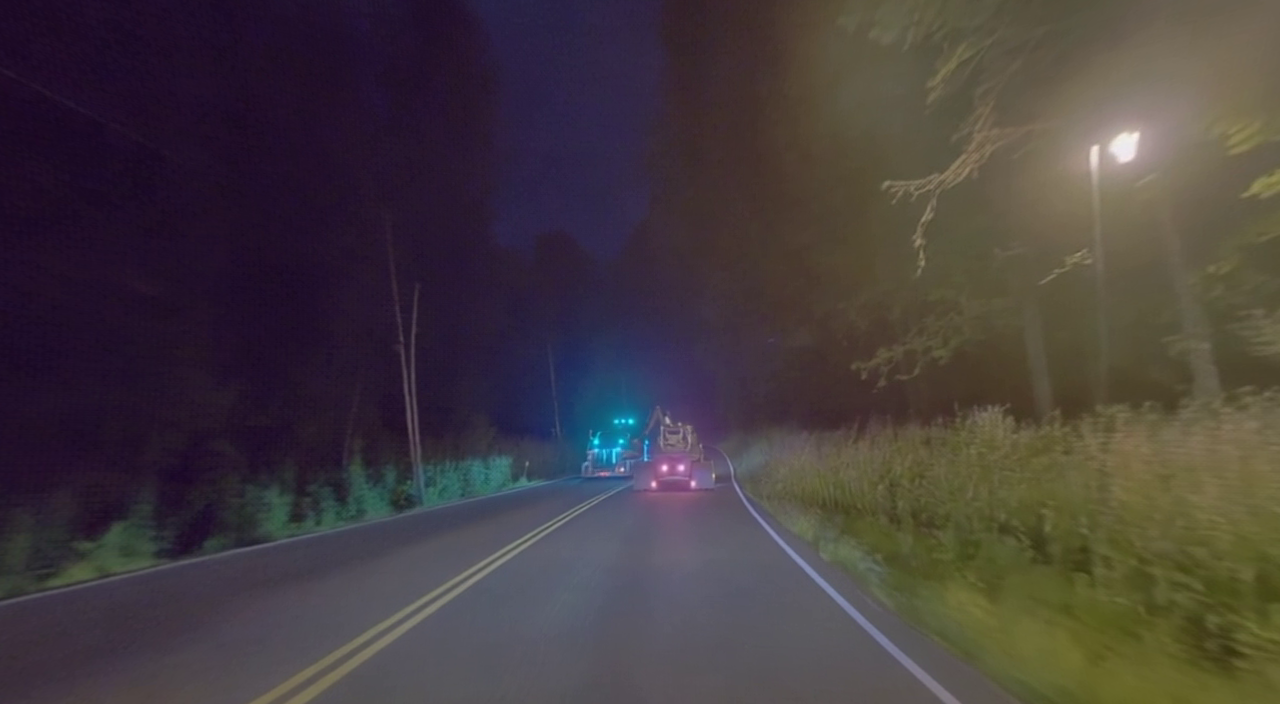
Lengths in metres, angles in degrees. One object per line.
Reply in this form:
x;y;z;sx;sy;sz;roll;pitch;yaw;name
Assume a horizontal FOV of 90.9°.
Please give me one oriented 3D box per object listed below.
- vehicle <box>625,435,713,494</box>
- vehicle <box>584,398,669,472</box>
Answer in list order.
0.880;3.158;18.035;2.196;1.465;4.294;-1;-9;4;vehicle
-0.659;5.598;41.267;4.788;4.368;6.529;0;-11;5;vehicle
